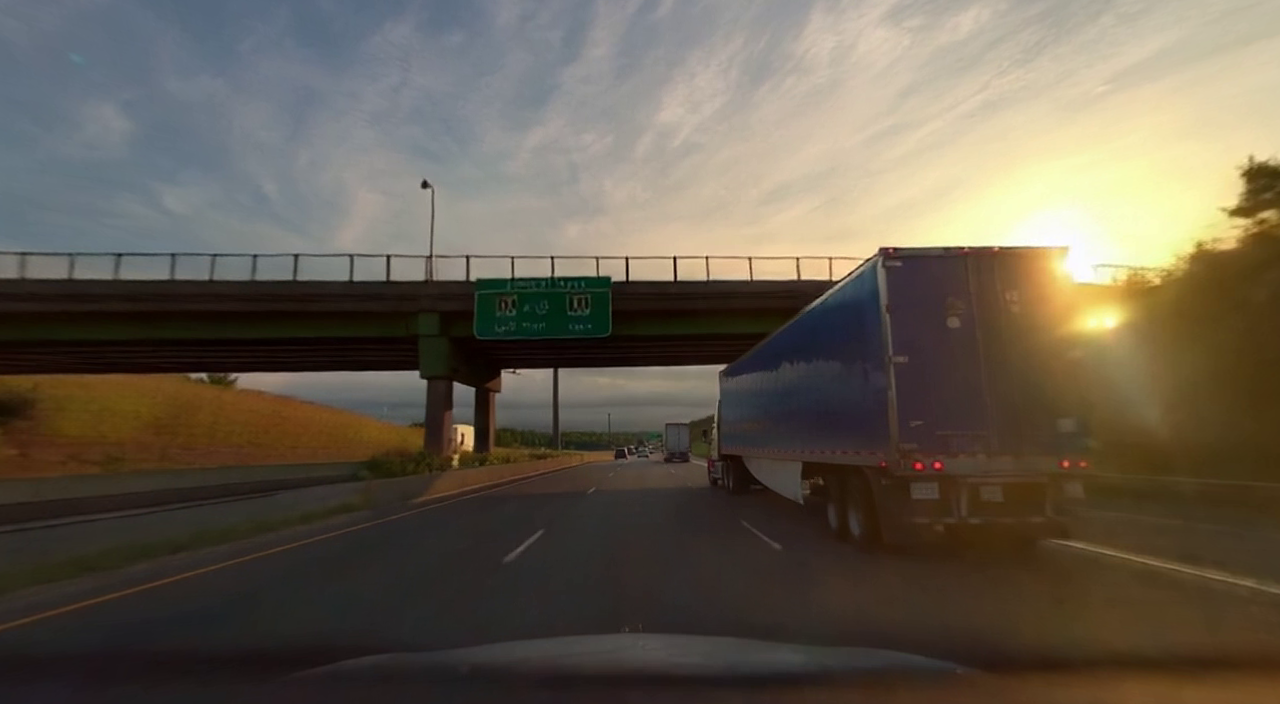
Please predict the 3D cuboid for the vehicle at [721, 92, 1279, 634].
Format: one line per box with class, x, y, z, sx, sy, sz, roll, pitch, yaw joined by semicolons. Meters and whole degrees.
vehicle;3.922;1.037;11.702;2.825;4.054;14.210;0;-9;-1
